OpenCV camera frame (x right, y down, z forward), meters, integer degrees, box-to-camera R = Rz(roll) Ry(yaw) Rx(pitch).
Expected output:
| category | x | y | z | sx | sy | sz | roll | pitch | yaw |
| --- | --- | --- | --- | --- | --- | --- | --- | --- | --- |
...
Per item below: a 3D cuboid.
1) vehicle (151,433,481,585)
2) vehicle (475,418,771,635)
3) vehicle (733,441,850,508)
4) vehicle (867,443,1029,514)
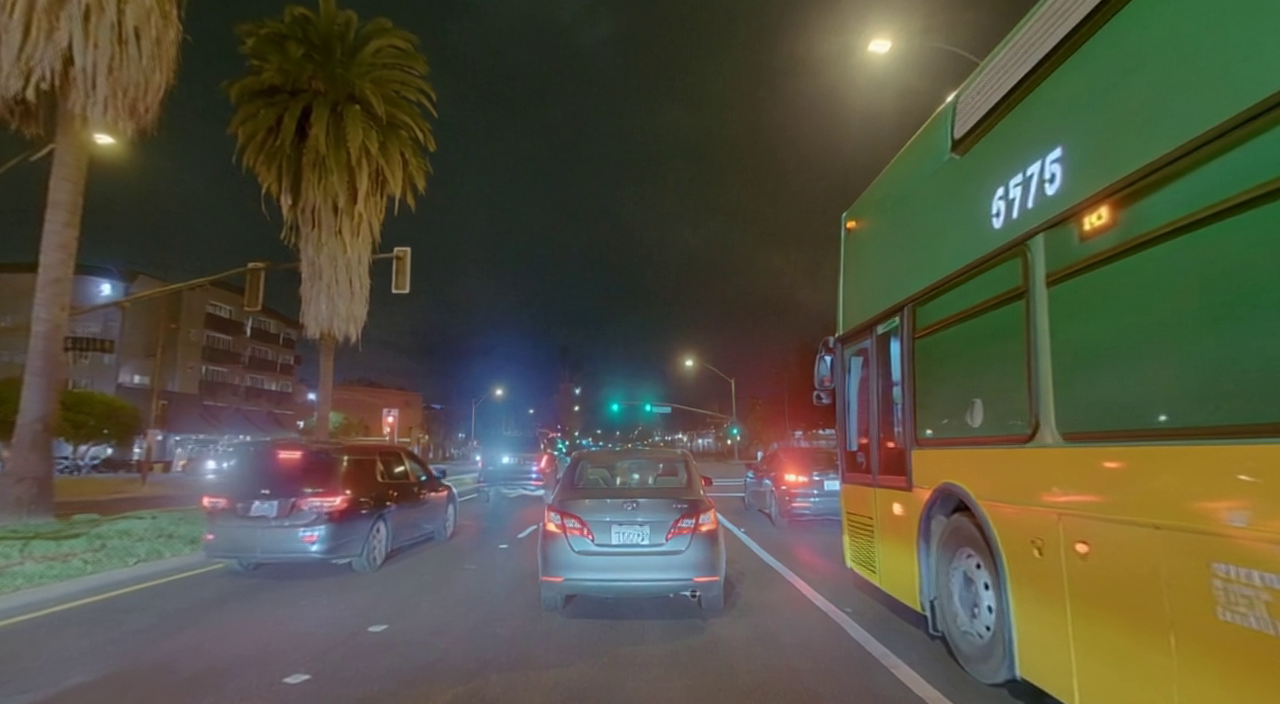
| category | x | y | z | sx | sy | sz | roll | pitch | yaw |
| --- | --- | --- | --- | --- | --- | --- | --- | --- | --- |
| vehicle | -3.589 | 1.796 | 8.090 | 1.919 | 1.415 | 4.178 | 0 | -9 | 1 |
| vehicle | -0.123 | 1.509 | 6.402 | 2.060 | 1.499 | 3.831 | 0 | -9 | 0 |
| vehicle | 3.735 | 3.087 | 16.418 | 1.989 | 1.467 | 4.364 | 0 | -9 | 0 |
| vehicle | 7.829 | 3.231 | 16.638 | 2.181 | 1.607 | 4.236 | 0 | -9 | 1 |
